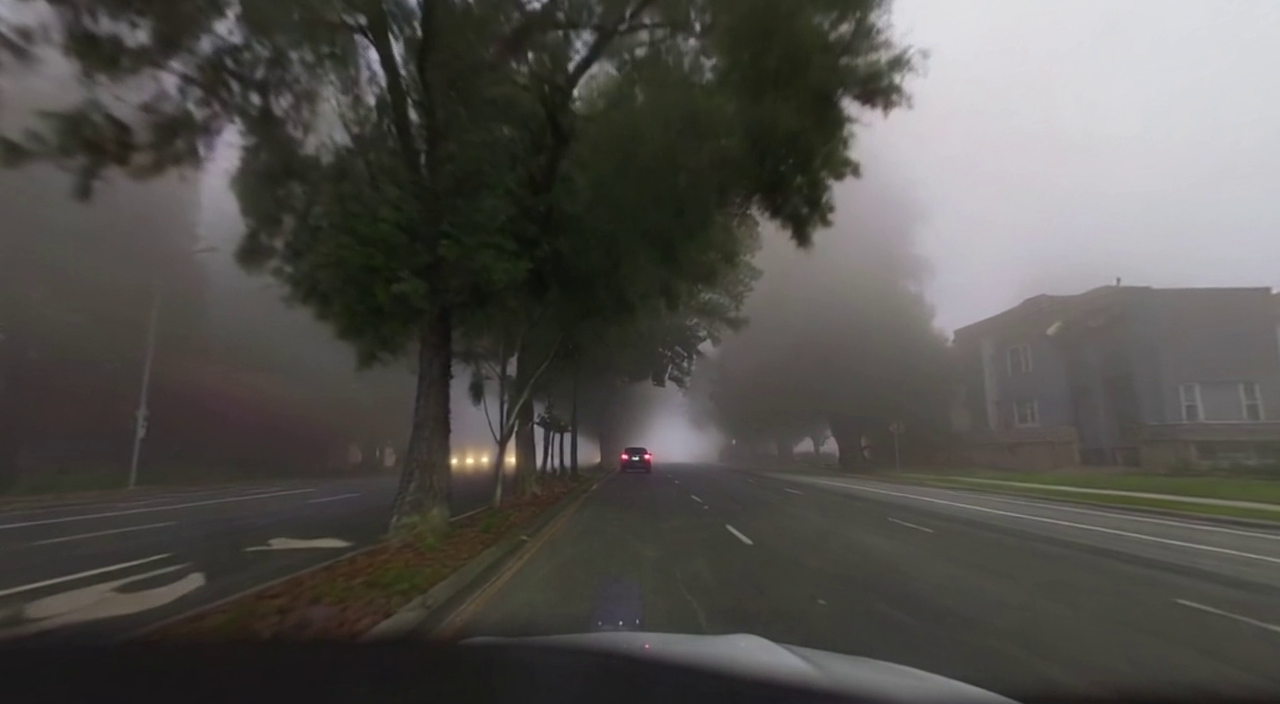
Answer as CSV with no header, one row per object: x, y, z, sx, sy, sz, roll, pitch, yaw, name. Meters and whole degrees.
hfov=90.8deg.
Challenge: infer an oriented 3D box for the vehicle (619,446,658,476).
-0.039,6.171,36.100,2.093,1.591,4.247,0,-9,1,vehicle
